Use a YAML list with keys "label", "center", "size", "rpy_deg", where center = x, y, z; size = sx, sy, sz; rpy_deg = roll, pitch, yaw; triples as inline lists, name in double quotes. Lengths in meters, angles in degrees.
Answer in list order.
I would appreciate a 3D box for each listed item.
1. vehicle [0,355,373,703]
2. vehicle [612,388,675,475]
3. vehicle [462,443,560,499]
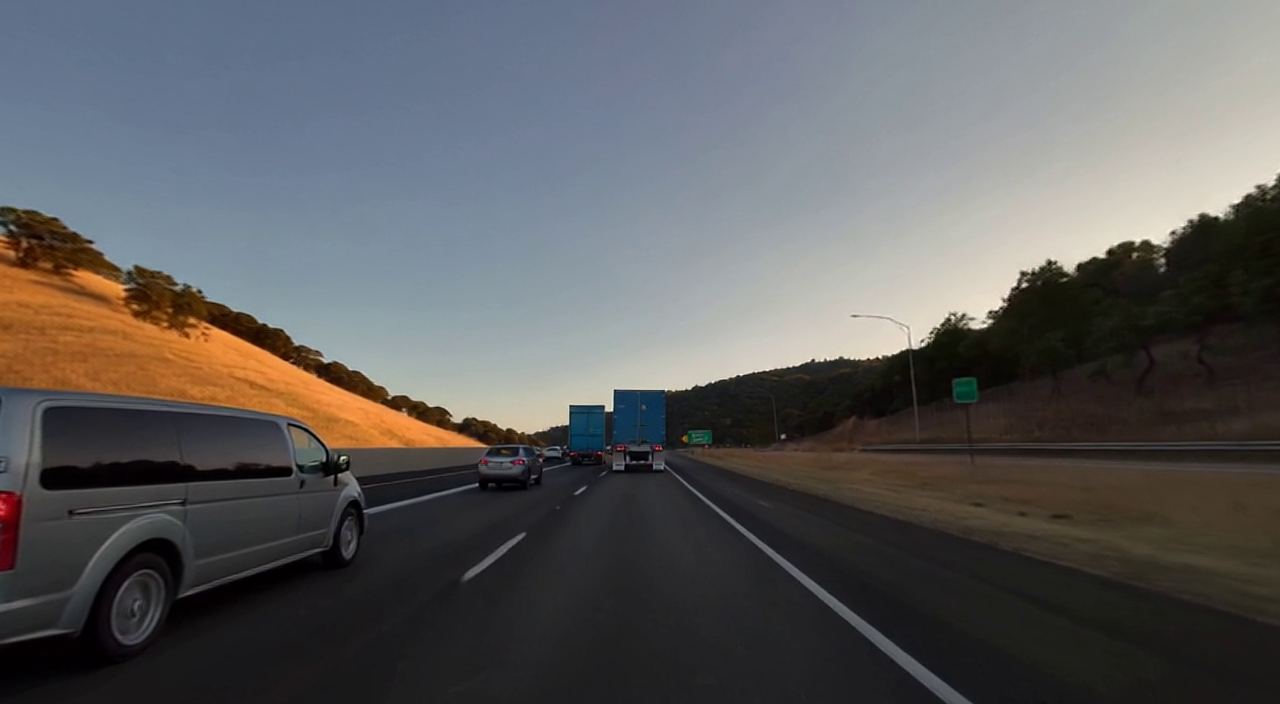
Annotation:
- label: "vehicle"
  center: [-4.160, 1.156, 4.706]
  size: [2.136, 1.779, 4.875]
  rpy_deg: [0, -8, 1]
- label: "vehicle"
  center: [0.297, 4.452, 34.504]
  size: [2.913, 3.988, 10.874]
  rpy_deg: [0, -8, 1]
- label: "vehicle"
  center: [-3.636, 3.417, 18.650]
  size: [1.950, 1.446, 4.224]
  rpy_deg: [0, -8, 1]
